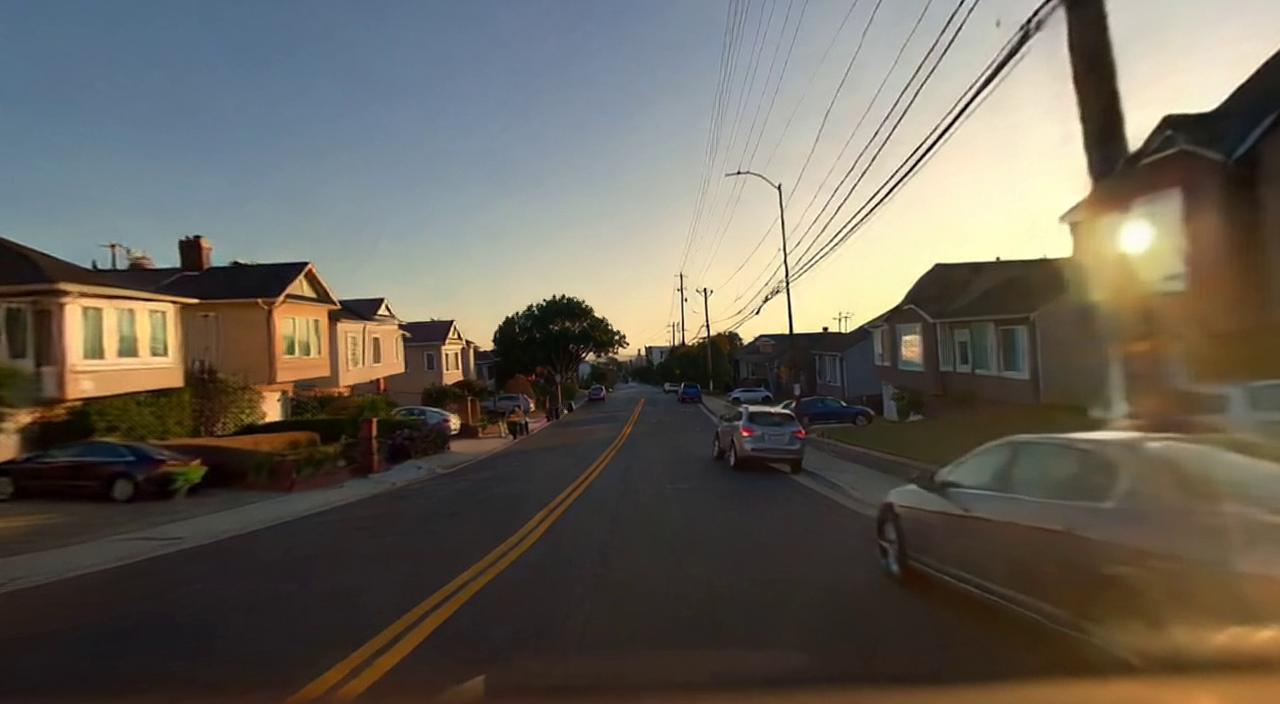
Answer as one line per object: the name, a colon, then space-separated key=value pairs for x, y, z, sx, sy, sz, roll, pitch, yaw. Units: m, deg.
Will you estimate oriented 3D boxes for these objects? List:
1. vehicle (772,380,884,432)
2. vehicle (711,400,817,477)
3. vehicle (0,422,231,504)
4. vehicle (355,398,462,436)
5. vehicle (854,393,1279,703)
vehicle: x=9.069 y=2.679 z=30.688 sx=4.622 sy=1.826 sz=2.065 roll=-8 pitch=-8 yaw=1
vehicle: x=3.515 y=2.440 z=18.867 sx=2.211 sy=1.860 sz=4.813 roll=0 pitch=-3 yaw=0
vehicle: x=-11.825 y=2.410 z=13.909 sx=4.236 sy=1.654 sz=1.745 roll=0 pitch=-8 yaw=-4
vehicle: x=-11.520 y=3.289 z=31.469 sx=4.525 sy=1.797 sz=2.024 roll=-1 pitch=-8 yaw=5
vehicle: x=3.112 y=1.160 z=4.129 sx=2.063 sy=1.503 sz=4.415 roll=-1 pitch=-8 yaw=3
